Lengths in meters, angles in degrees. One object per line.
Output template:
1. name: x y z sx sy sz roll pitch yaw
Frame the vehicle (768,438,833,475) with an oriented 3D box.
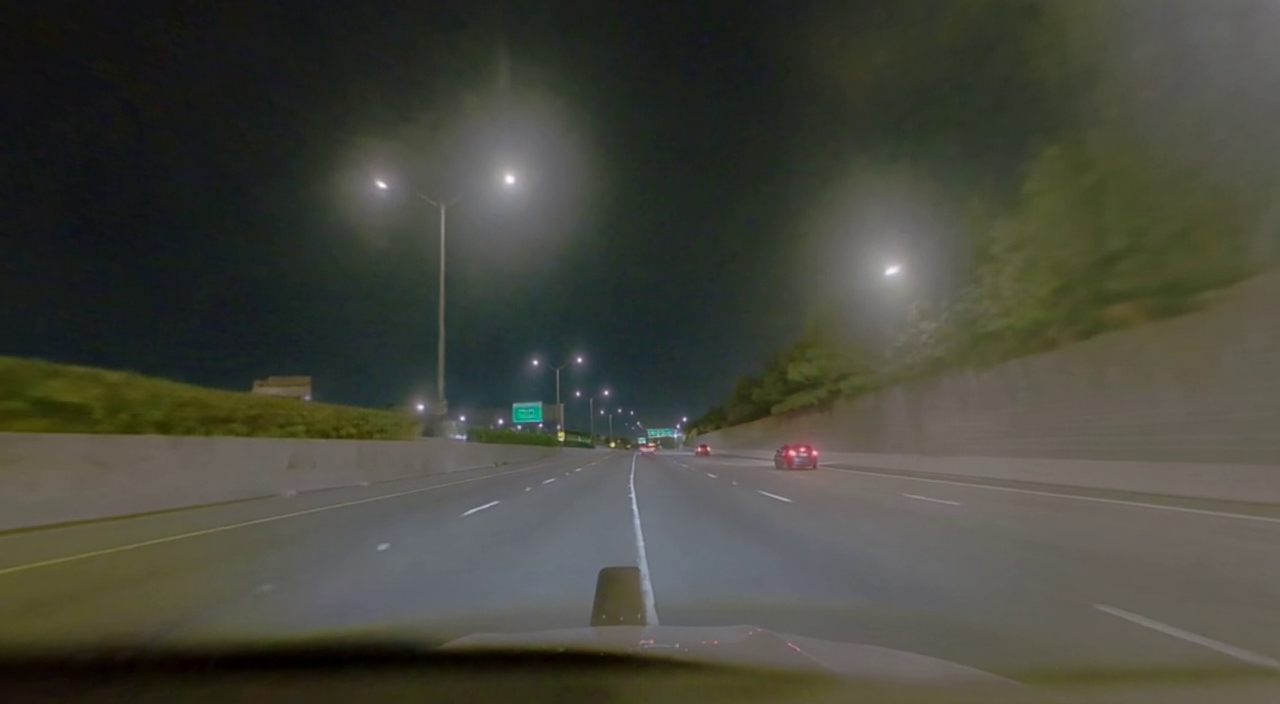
1. vehicle: 8.303 5.442 33.053 2.167 1.781 4.340 0 -9 -1
